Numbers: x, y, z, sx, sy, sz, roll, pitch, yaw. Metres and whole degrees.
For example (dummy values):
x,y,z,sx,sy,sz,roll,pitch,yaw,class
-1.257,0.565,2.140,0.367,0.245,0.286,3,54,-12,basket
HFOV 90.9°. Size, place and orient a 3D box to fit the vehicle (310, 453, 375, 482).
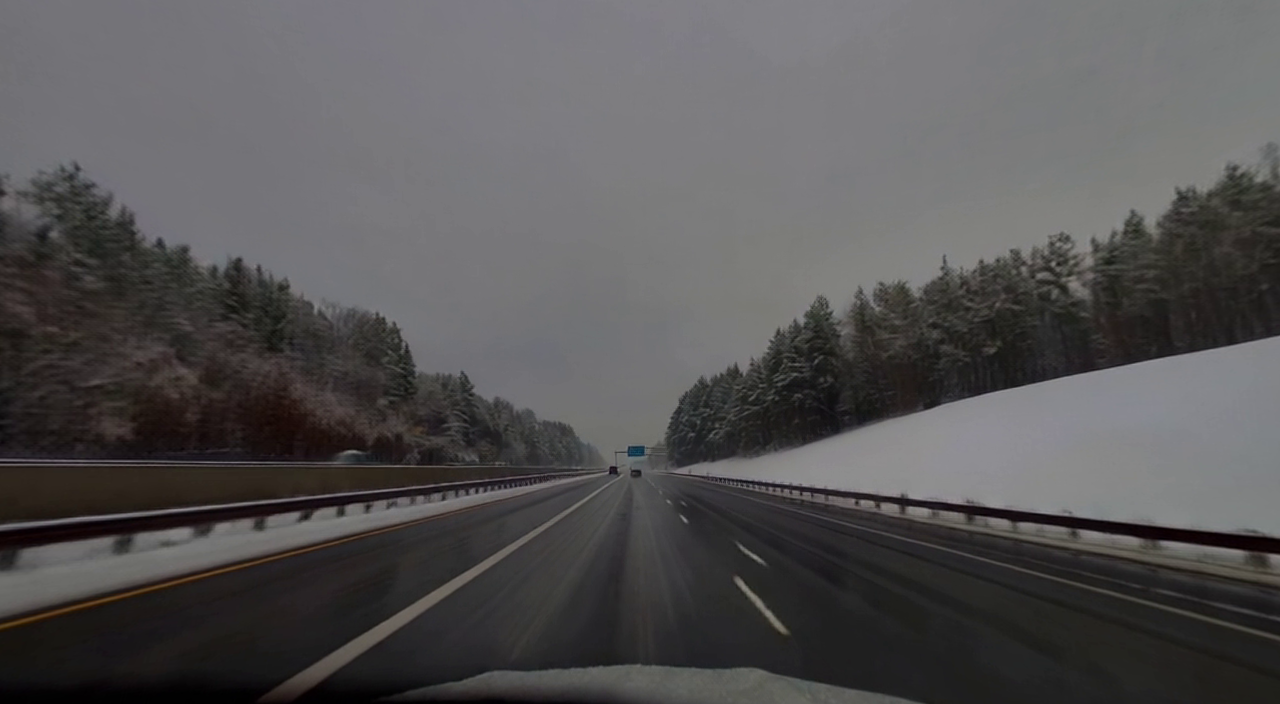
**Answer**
x,y,z,sx,sy,sz,roll,pitch,yaw,class
-17.171,6.711,36.623,1.854,1.525,3.895,1,-10,0,vehicle
